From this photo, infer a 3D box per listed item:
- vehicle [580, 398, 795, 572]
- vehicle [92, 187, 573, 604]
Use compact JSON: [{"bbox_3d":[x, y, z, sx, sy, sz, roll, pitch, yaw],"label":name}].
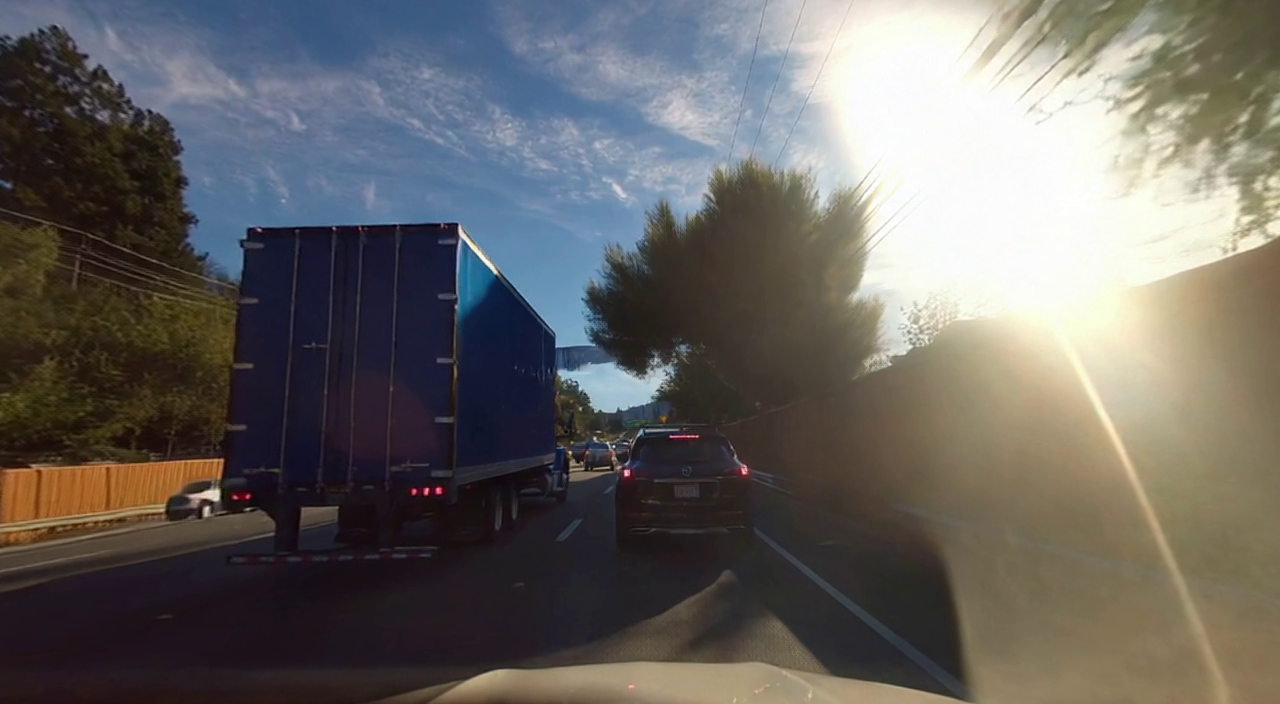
[{"bbox_3d":[0.454,1.659,8.529,2.174,1.749,4.113,0,-9,-1],"label":"vehicle"},{"bbox_3d":[-3.079,0.964,9.981,2.928,3.658,8.980,0,-9,1],"label":"vehicle"}]
